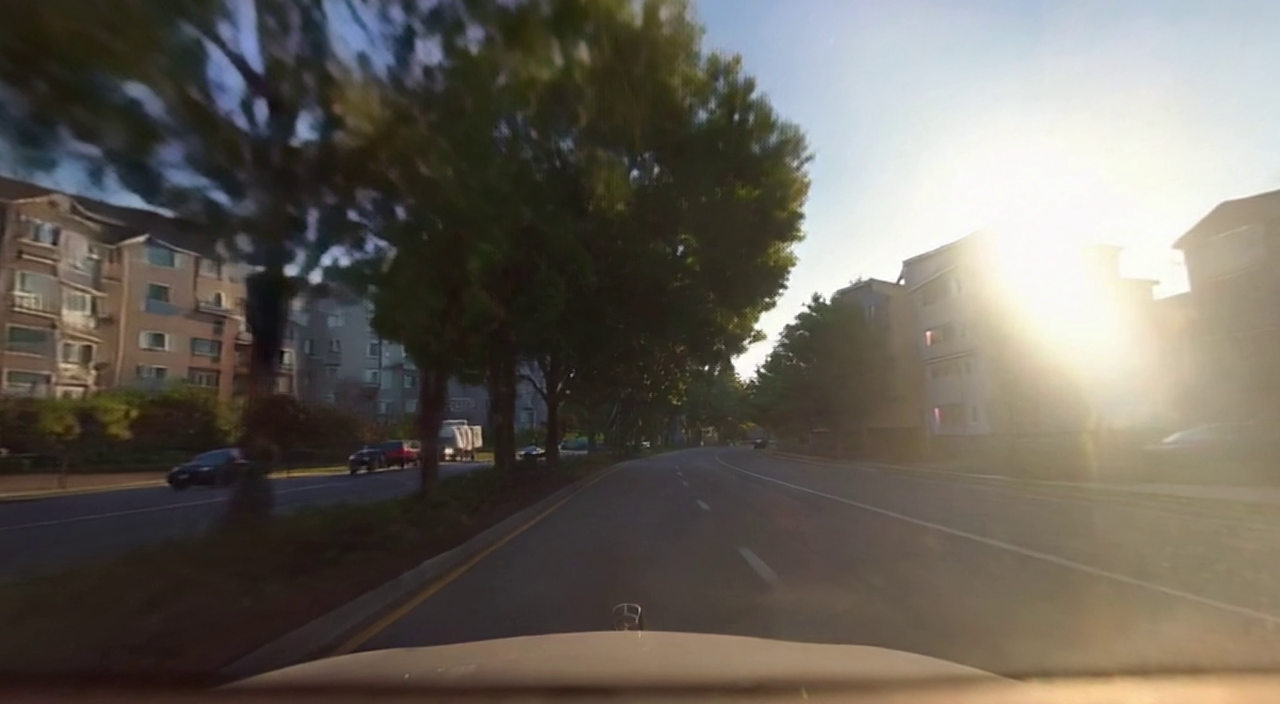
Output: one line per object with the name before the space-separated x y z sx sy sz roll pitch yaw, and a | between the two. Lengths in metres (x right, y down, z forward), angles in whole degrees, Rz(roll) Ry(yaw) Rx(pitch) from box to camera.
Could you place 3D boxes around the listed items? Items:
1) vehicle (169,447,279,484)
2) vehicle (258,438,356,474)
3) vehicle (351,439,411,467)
vehicle | -18.775 5.100 28.782 1.880 1.457 4.487 -3 -8 2
vehicle | -18.384 5.785 35.224 2.295 1.809 5.236 -2 -9 4
vehicle | -18.129 7.085 44.487 2.001 1.836 4.746 -1 -8 2
